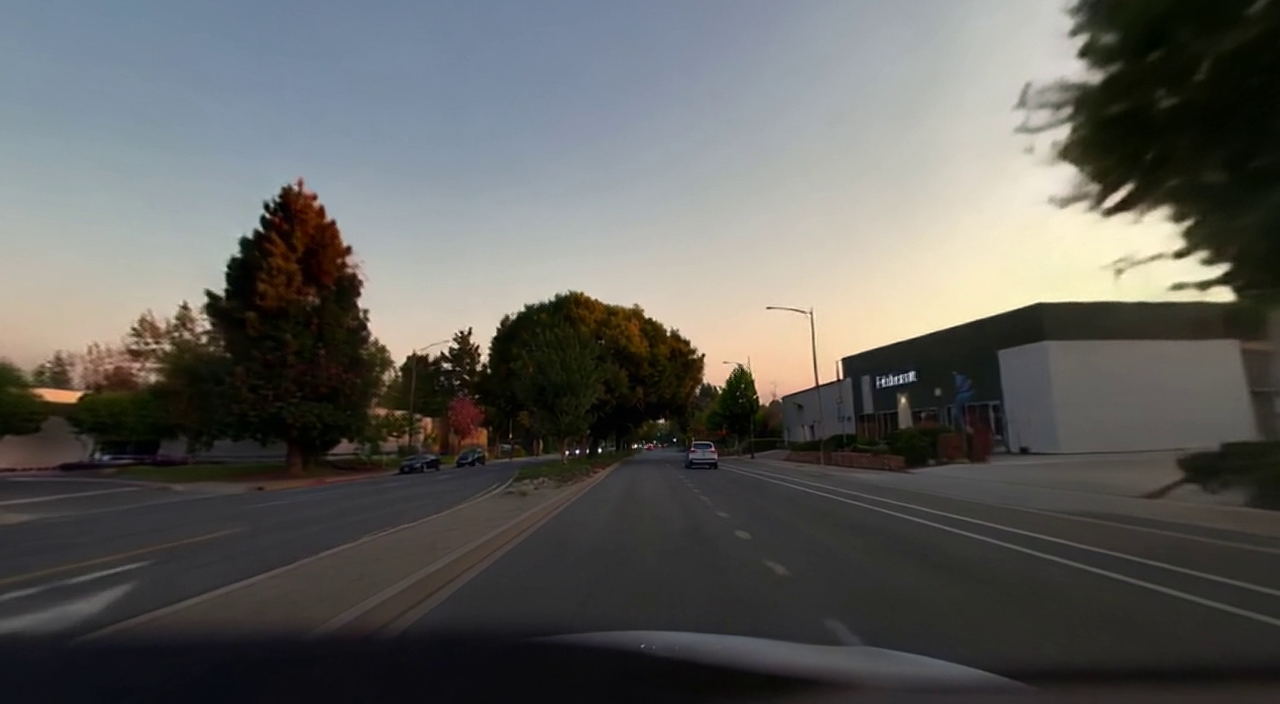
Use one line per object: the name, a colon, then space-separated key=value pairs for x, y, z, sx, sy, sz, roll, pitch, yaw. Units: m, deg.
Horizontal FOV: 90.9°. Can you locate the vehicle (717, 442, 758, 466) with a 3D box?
vehicle: x=6.628 y=7.008 z=43.423 sx=2.100 sy=1.491 sz=4.563 roll=0 pitch=-9 yaw=0

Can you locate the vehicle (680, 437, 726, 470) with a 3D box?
vehicle: x=3.544 y=5.783 z=36.189 sx=2.143 sy=1.759 sz=4.378 roll=0 pitch=-9 yaw=-1

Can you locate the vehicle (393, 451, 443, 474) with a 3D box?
vehicle: x=-16.296 y=8.106 z=46.535 sx=2.009 sy=1.540 sz=4.849 roll=0 pitch=-9 yaw=0
